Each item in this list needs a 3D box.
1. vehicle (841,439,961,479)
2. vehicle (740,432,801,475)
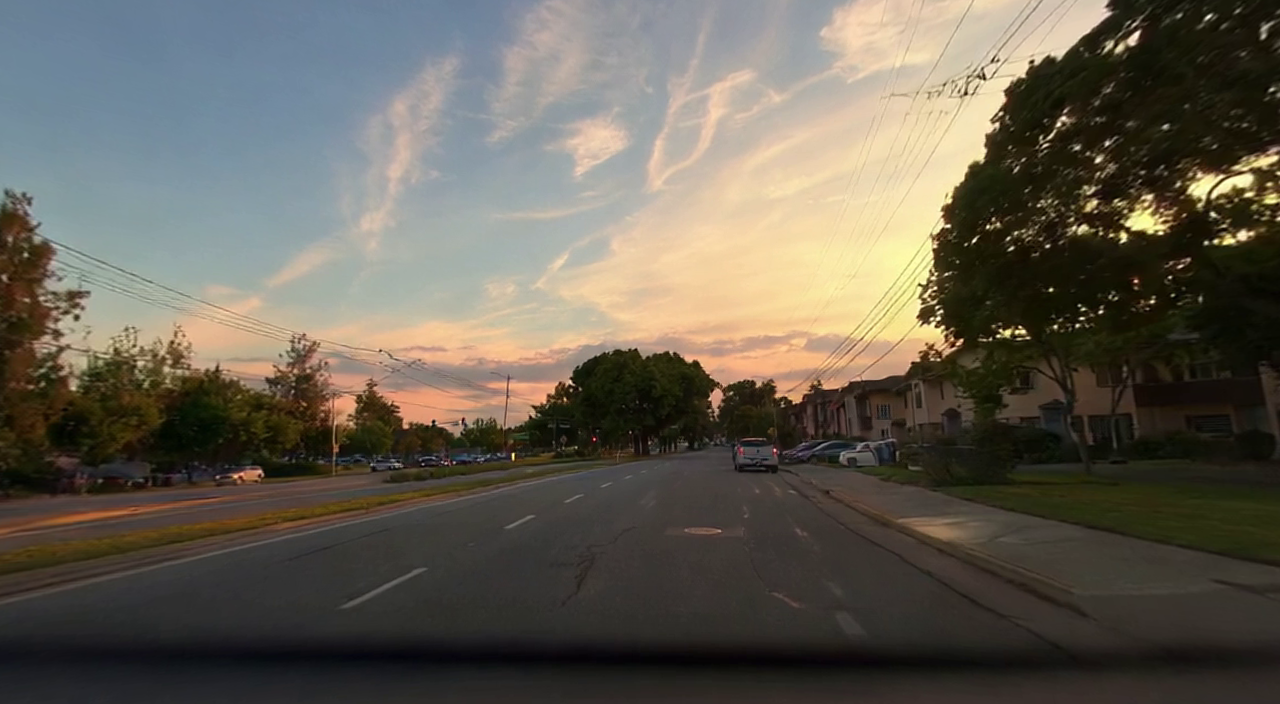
[{"bbox_3d":[11.872,4.881,29.088,2.038,1.680,4.660,6,-10,-34],"label":"vehicle"},{"bbox_3d":[5.982,4.710,29.593,2.359,1.817,4.985,-1,-8,6],"label":"vehicle"}]
